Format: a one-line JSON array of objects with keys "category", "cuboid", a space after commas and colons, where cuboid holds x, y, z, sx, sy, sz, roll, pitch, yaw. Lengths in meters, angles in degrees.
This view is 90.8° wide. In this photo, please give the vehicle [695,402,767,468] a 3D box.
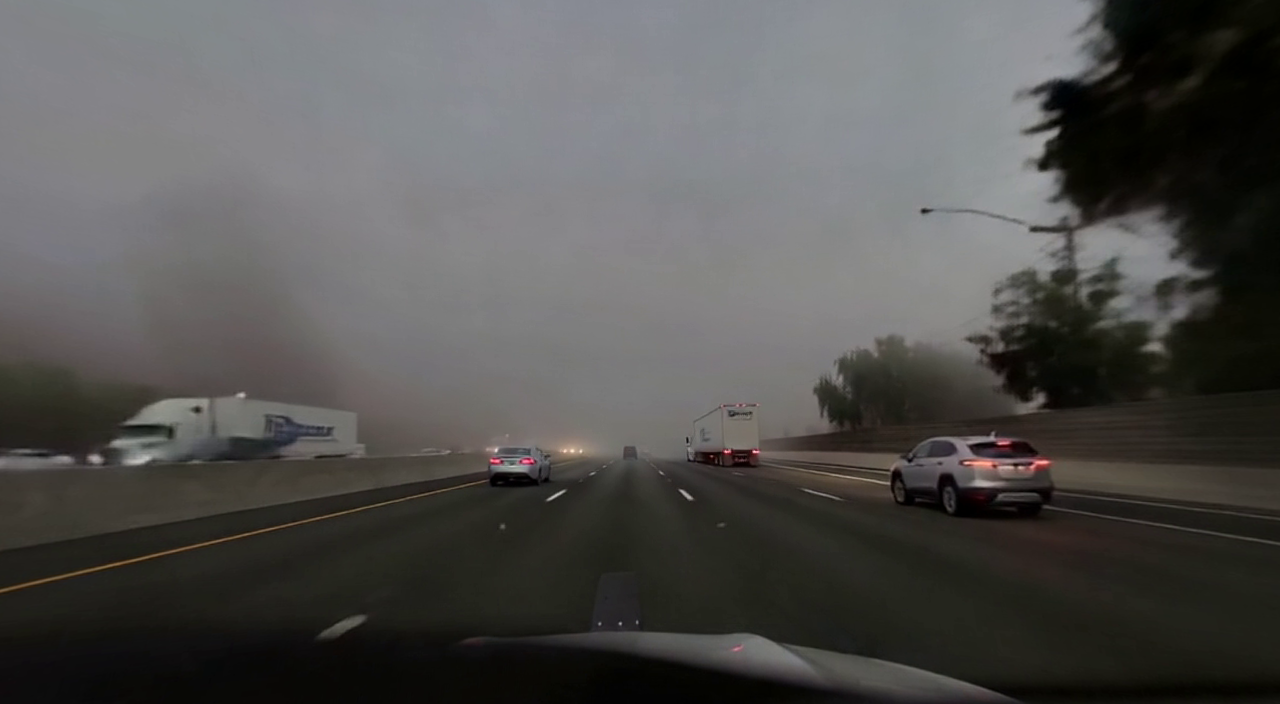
[{"category": "vehicle", "cuboid": [6.489, 6.479, 48.224, 2.919, 4.195, 15.833, 0, -9, -1]}]

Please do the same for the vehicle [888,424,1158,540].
[{"category": "vehicle", "cuboid": [6.365, 2.195, 11.308, 1.991, 1.647, 4.409, 0, -9, -1]}]

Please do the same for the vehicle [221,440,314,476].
[{"category": "vehicle", "cuboid": [-16.492, 4.702, 28.183, 1.805, 1.492, 3.824, 0, -9, -1]}]

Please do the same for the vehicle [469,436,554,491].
[{"category": "vehicle", "cuboid": [-4.212, 3.726, 21.447, 2.027, 1.651, 4.099, 0, -9, 0]}]

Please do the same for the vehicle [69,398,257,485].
[{"category": "vehicle", "cuboid": [-20.564, 3.972, 27.932, 2.949, 3.338, 6.668, 0, -9, 0]}]
